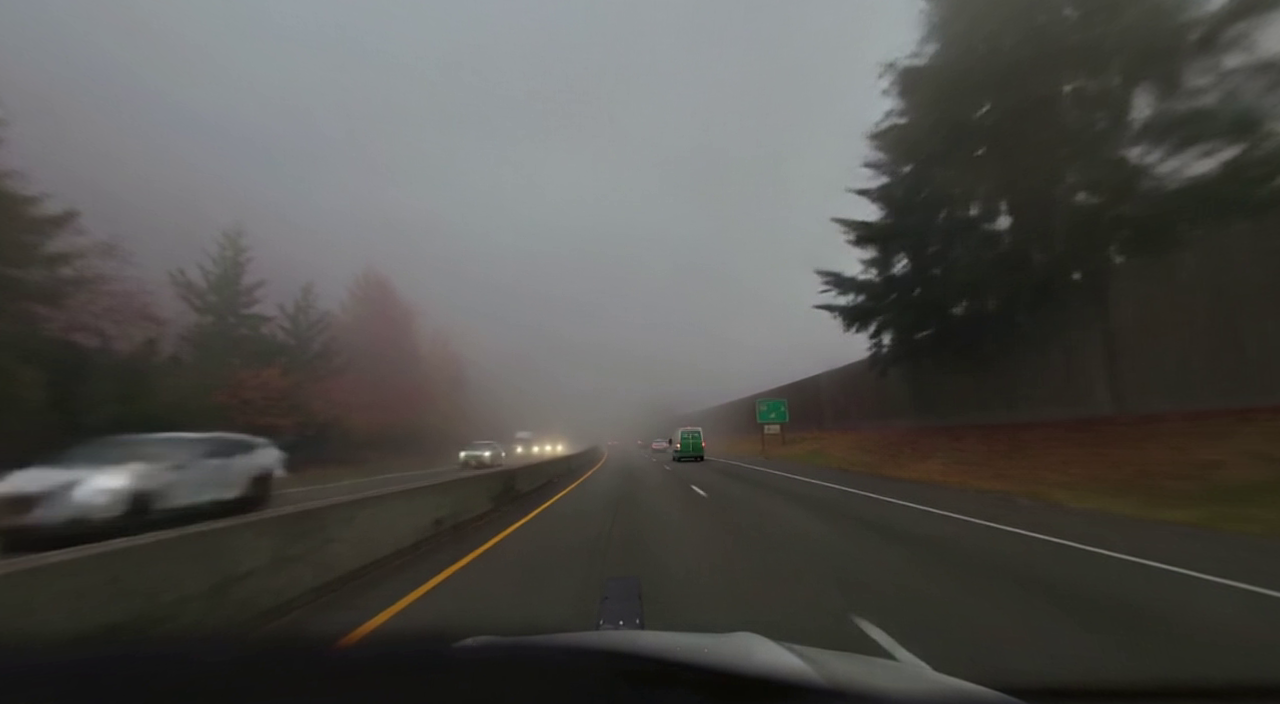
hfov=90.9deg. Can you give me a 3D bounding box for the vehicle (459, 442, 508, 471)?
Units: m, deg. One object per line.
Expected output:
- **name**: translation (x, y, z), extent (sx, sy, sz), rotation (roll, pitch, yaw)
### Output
- **vehicle**: translation (-8.802, 5.894, 35.781), extent (1.784, 1.501, 3.916), rotation (0, -8, -1)

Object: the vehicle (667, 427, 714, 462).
- **vehicle**: translation (3.105, 5.835, 39.893), extent (2.393, 2.072, 4.958), rotation (1, -8, -2)
